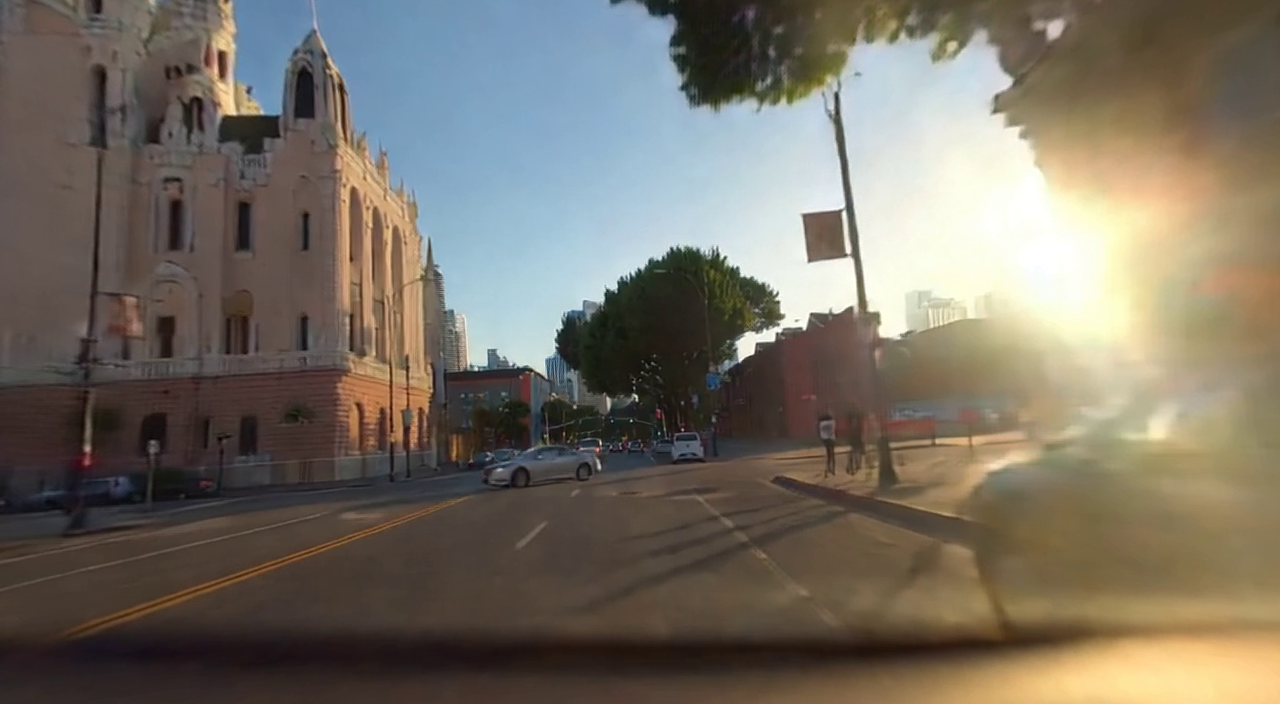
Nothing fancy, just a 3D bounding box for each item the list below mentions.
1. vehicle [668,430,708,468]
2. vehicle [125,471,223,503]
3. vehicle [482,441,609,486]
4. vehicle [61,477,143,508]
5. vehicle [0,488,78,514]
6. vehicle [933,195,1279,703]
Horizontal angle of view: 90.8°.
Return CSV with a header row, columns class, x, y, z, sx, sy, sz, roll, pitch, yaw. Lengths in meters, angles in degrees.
class,x,y,z,sx,sy,sz,roll,pitch,yaw
vehicle,2.714,5.612,36.873,2.074,2.041,5.045,0,-8,1
vehicle,-28.907,8.378,39.304,4.439,1.661,2.071,-1,-8,-2
vehicle,-3.391,4.091,23.549,1.881,1.476,4.620,-7,-11,38
vehicle,-33.481,8.732,39.362,3.529,1.661,1.695,-1,-6,0
vehicle,-37.944,9.195,39.068,4.533,1.449,1.771,0,-8,-2
vehicle,3.318,0.450,1.836,2.269,2.046,5.649,0,-8,1
